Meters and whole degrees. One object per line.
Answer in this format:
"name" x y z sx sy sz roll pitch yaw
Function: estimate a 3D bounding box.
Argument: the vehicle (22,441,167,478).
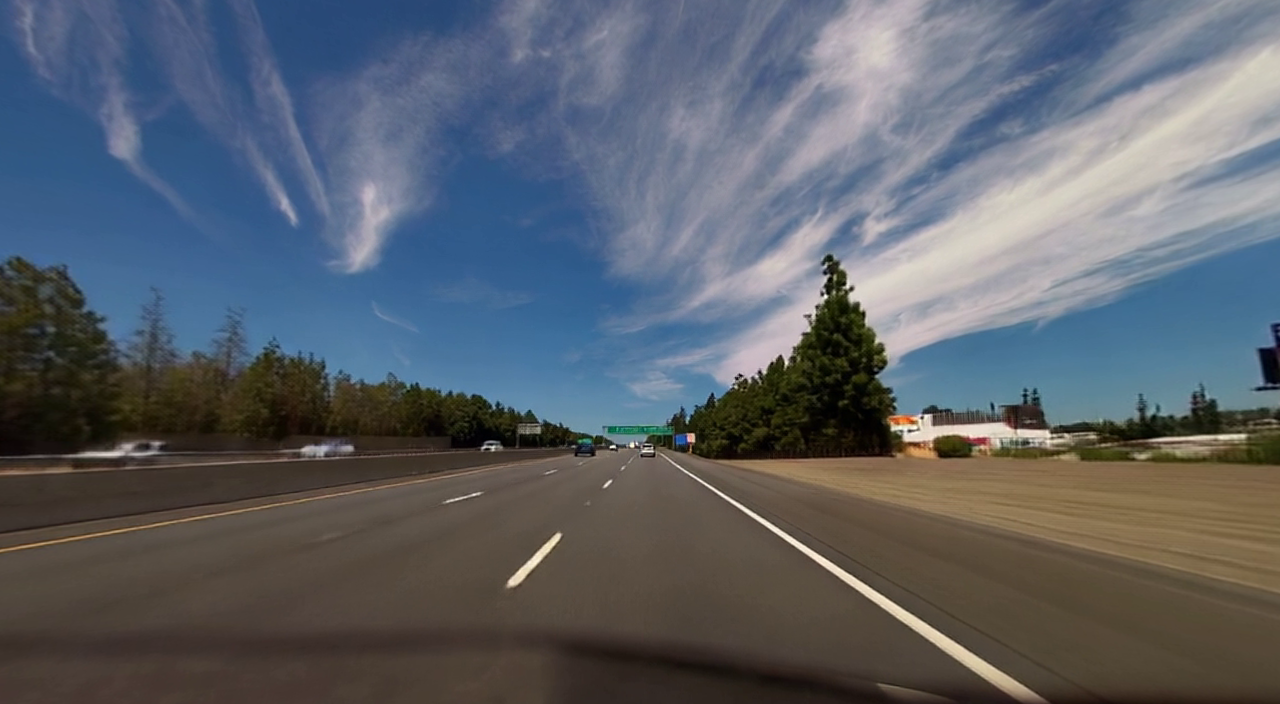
"vehicle" -25.036 4.940 29.272 2.061 1.561 5.097 0 -9 2

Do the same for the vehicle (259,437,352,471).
"vehicle" -17.557 5.389 33.435 2.200 1.627 4.900 0 -9 0
